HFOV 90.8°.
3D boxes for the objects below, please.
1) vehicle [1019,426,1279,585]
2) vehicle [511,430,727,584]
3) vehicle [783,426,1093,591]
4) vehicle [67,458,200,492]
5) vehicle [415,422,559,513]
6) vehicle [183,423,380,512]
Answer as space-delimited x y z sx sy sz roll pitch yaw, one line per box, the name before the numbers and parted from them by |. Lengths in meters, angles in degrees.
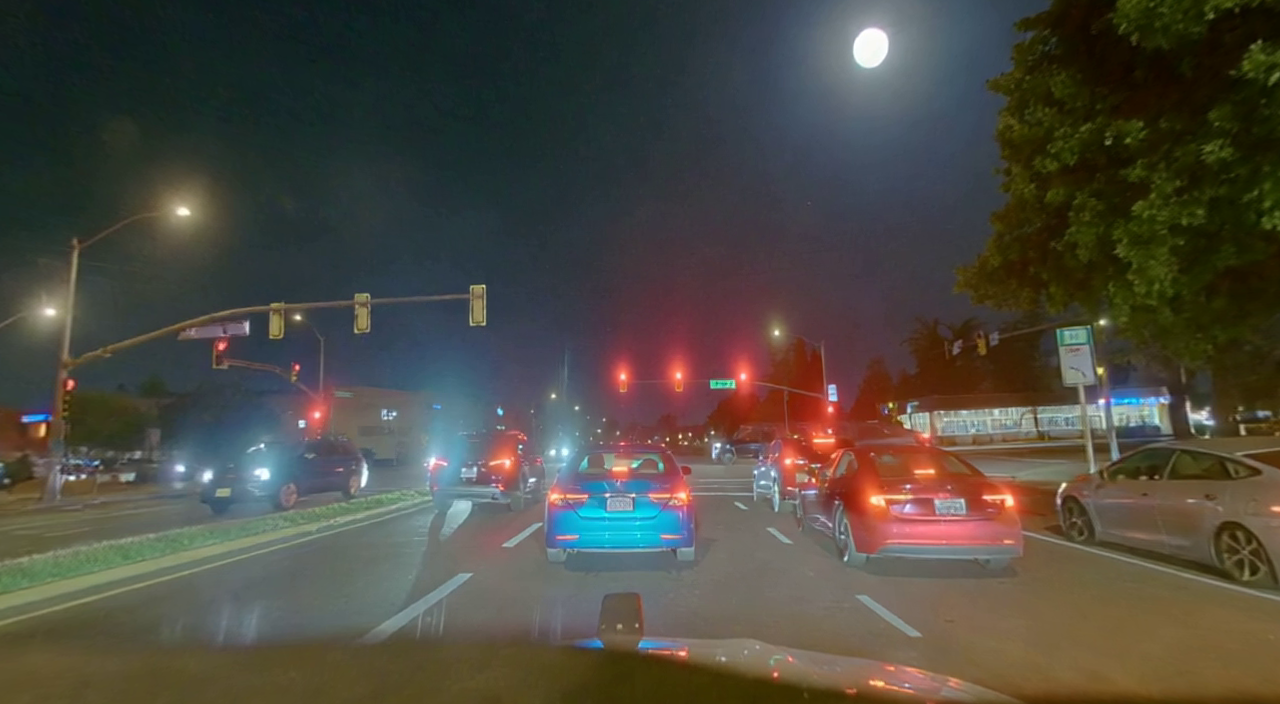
vehicle | 7.131 1.731 7.822 2.004 1.508 4.646 0 -8 0
vehicle | -0.179 1.799 8.160 2.098 1.477 3.897 0 -8 1
vehicle | 3.240 1.760 7.994 2.020 1.513 4.120 0 -8 2
vehicle | -25.281 6.142 31.753 4.679 1.488 2.052 2 -9 -13
vehicle | -3.432 2.714 15.416 2.160 1.823 5.115 0 -8 1
vehicle | -8.699 2.826 15.993 2.140 1.892 4.689 0 -8 1
